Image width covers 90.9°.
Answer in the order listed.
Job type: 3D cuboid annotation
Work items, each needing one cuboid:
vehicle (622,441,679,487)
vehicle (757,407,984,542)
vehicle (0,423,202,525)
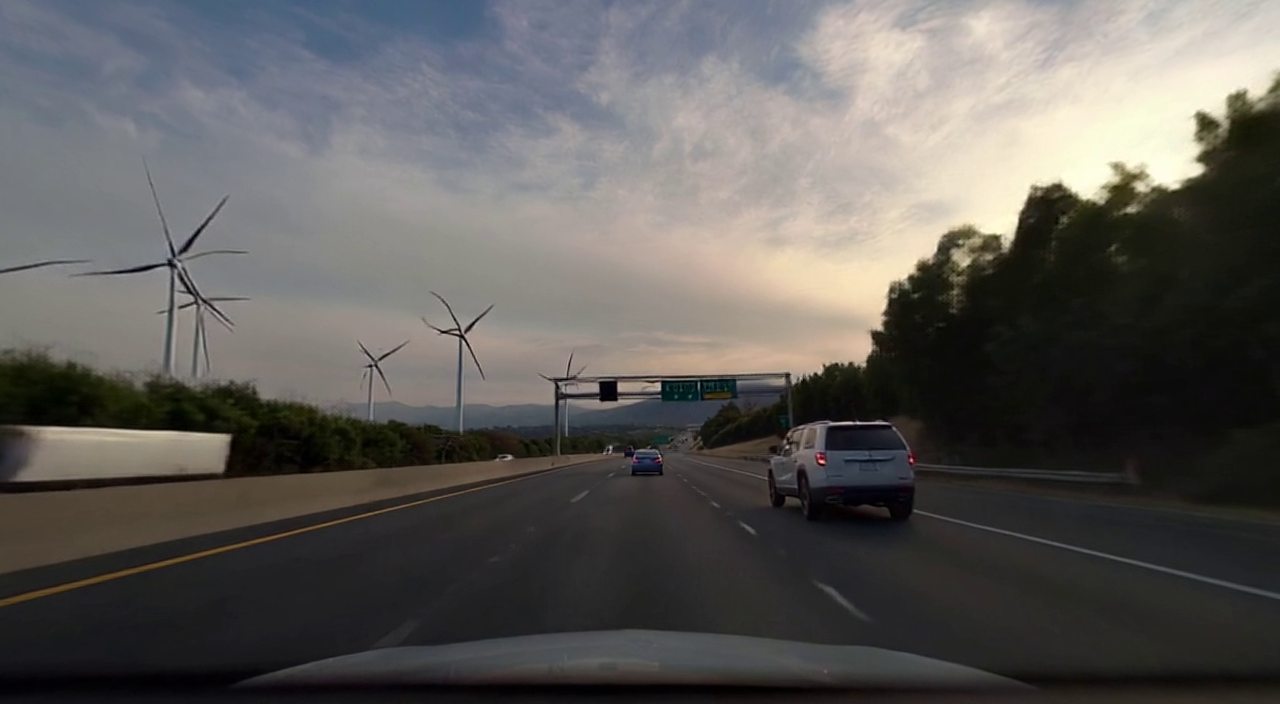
[{"bbox_3d":[0.366,4.394,25.037,2.083,1.653,3.787,0,-9,0],"label":"vehicle"},{"bbox_3d":[3.676,2.095,11.323,2.104,1.861,4.956,0,-9,-1],"label":"vehicle"},{"bbox_3d":[-19.592,4.084,21.799,2.778,2.875,8.205,0,-9,1],"label":"vehicle"}]
